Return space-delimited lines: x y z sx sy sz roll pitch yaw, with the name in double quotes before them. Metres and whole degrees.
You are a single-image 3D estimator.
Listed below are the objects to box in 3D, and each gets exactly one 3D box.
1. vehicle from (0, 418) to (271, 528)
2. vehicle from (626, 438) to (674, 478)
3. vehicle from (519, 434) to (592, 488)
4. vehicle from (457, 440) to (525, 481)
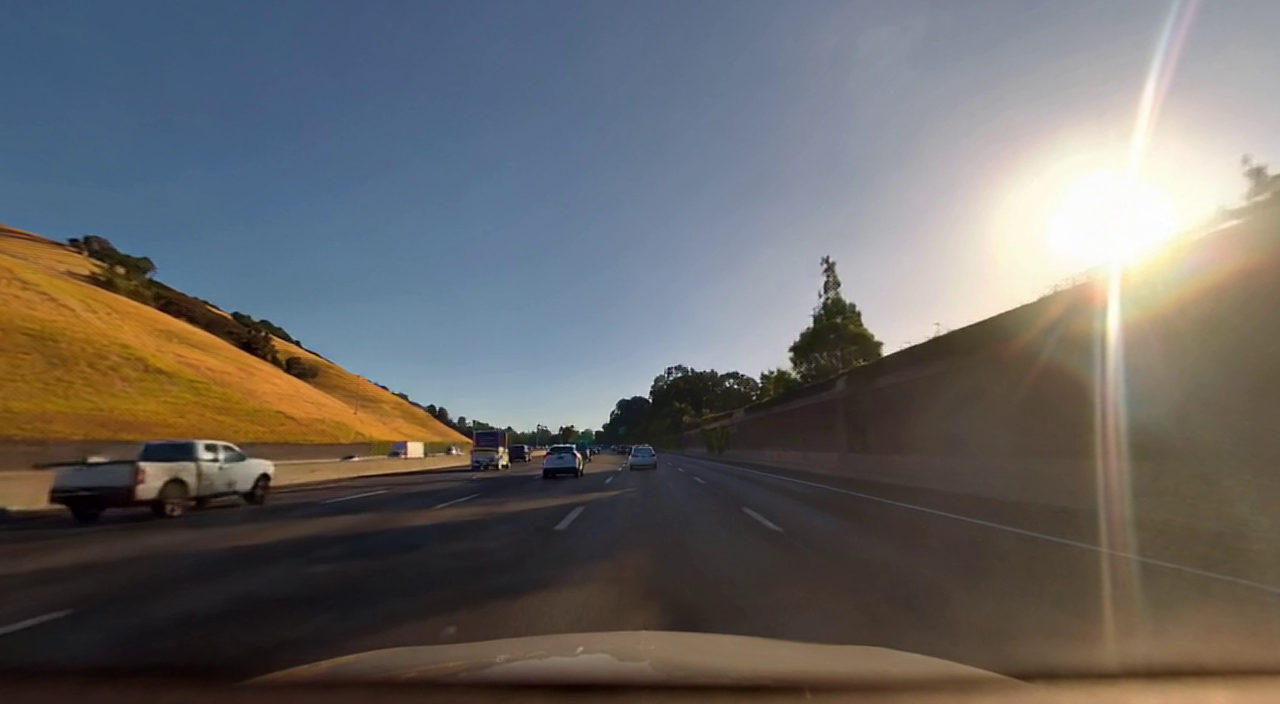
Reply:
"vehicle" -10.813 2.556 13.937 2.054 1.933 5.247 0 -9 1
"vehicle" 0.447 5.251 31.496 2.233 1.804 4.273 0 -9 0
"vehicle" -3.091 4.108 24.088 2.093 1.820 4.506 0 -9 1
"vehicle" -6.736 4.946 28.991 2.059 1.745 4.239 0 -9 1
